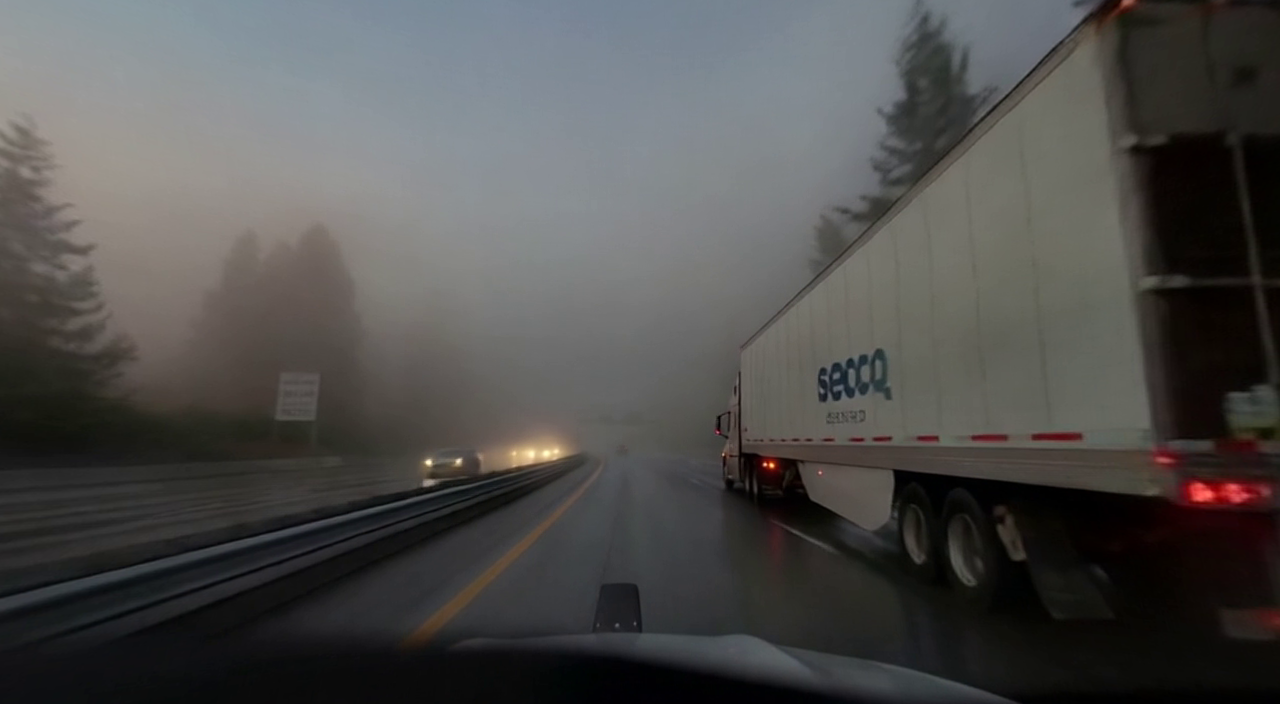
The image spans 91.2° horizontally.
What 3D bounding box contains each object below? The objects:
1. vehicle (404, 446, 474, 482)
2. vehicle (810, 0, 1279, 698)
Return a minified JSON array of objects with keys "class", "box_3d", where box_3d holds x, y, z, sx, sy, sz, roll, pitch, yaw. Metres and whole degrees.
[{"class":"vehicle","box_3d":[-9.270,5.172,29.313,1.897,1.504,4.520,0,-8,-1]},{"class":"vehicle","box_3d":[4.432,0.150,6.502,2.892,3.928,8.380,-1,-8,0]}]
